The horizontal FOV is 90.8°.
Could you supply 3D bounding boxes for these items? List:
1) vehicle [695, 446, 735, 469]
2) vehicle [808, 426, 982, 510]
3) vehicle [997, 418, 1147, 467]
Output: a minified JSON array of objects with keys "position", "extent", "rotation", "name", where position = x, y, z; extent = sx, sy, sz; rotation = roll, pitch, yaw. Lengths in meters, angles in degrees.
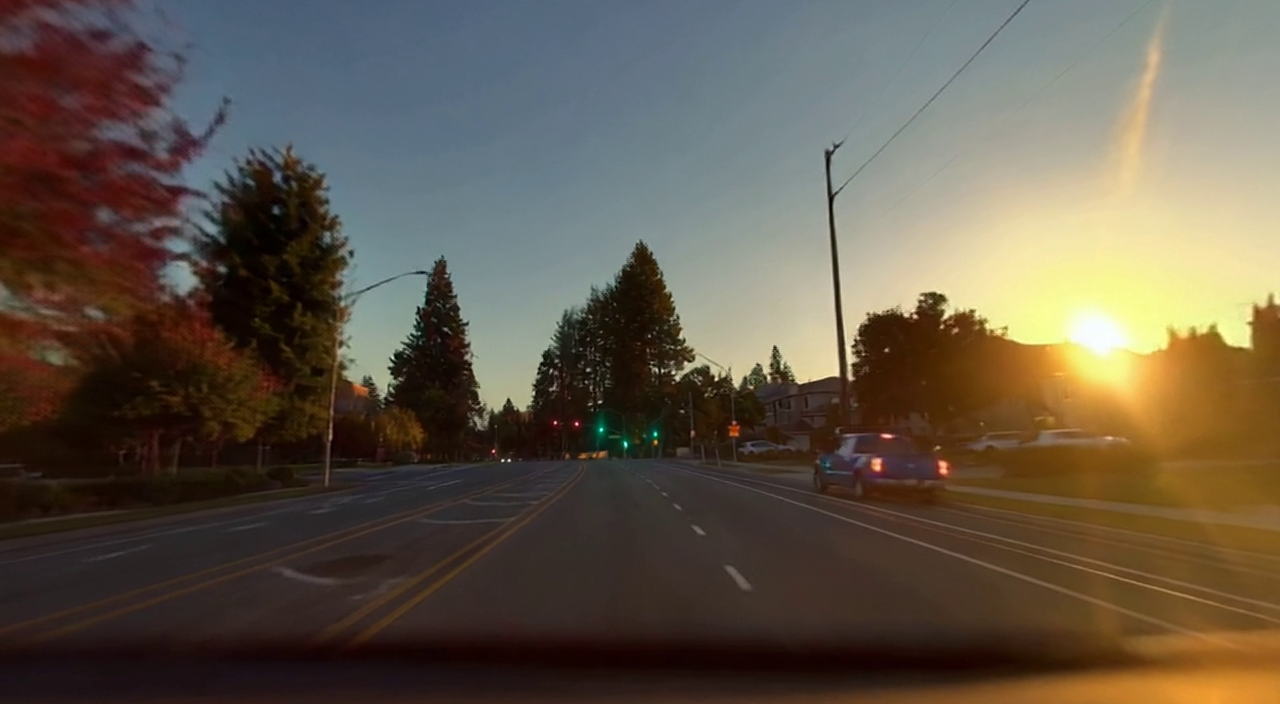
[{"position":[5.093,7.259,43.541],"extent":[1.969,1.495,4.328],"rotation":[0,-9,-3],"name":"vehicle"},{"position":[6.513,3.037,17.128],"extent":[2.285,1.868,5.575],"rotation":[0,-9,-1],"name":"vehicle"},{"position":[17.544,3.692,25.802],"extent":[4.623,1.741,1.924],"rotation":[-2,-8,-1],"name":"vehicle"}]
